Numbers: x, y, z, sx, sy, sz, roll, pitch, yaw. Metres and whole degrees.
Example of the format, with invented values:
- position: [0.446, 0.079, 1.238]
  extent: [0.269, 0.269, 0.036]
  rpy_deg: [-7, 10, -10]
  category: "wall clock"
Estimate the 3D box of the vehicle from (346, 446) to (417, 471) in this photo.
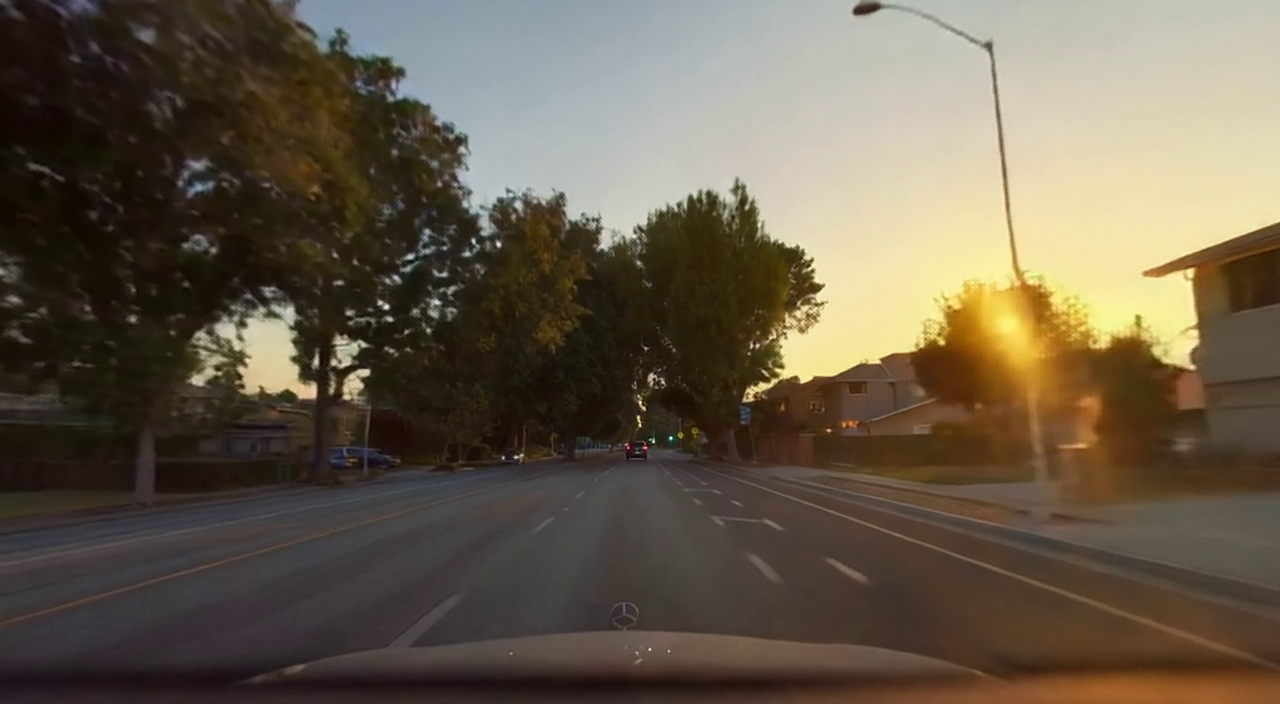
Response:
- position: [-18.944, 7.822, 46.209]
  extent: [4.170, 1.704, 2.174]
  rpy_deg: [0, -9, 4]
  category: "vehicle"
